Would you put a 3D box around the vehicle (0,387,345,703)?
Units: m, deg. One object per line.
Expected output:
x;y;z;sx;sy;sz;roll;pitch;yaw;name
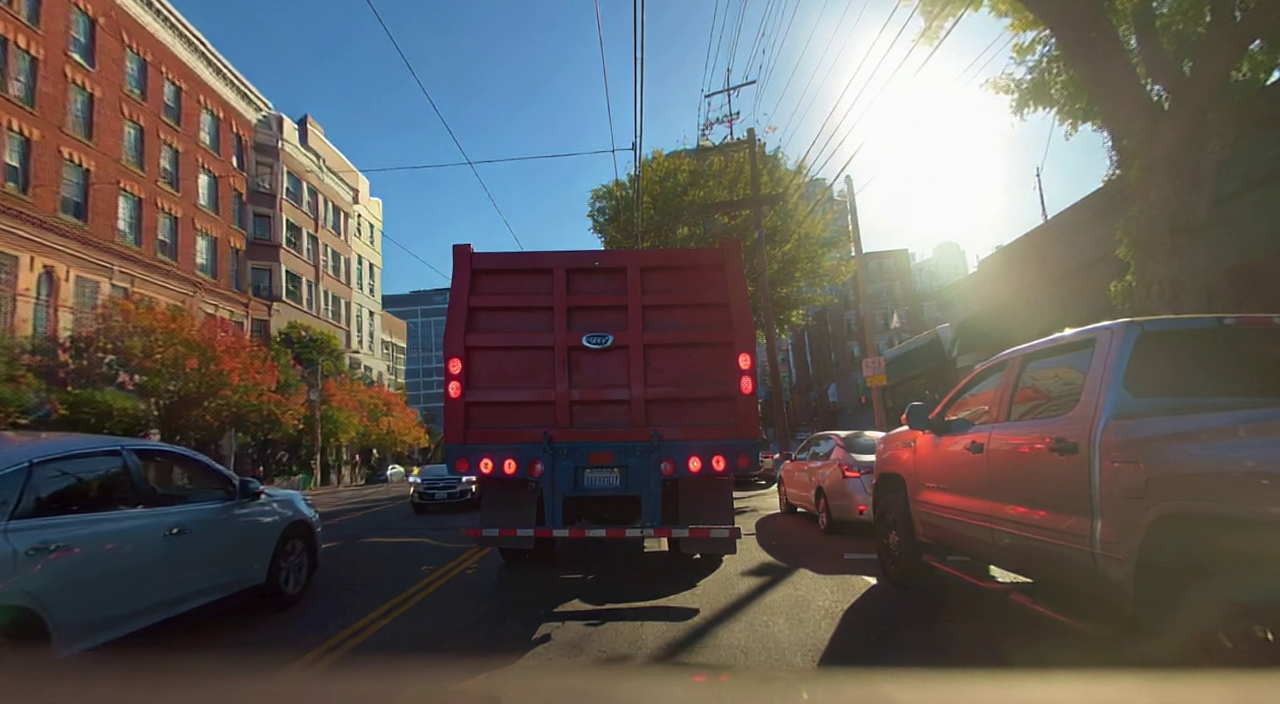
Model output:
-4.119;1.192;4.325;1.988;1.657;4.492;0;-8;0;vehicle

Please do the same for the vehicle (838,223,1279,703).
3.229;0.844;3.836;2.242;1.979;5.722;0;-8;1;vehicle

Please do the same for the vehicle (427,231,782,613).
-0.245;1.134;9.423;2.878;3.204;8.244;0;-8;1;vehicle
